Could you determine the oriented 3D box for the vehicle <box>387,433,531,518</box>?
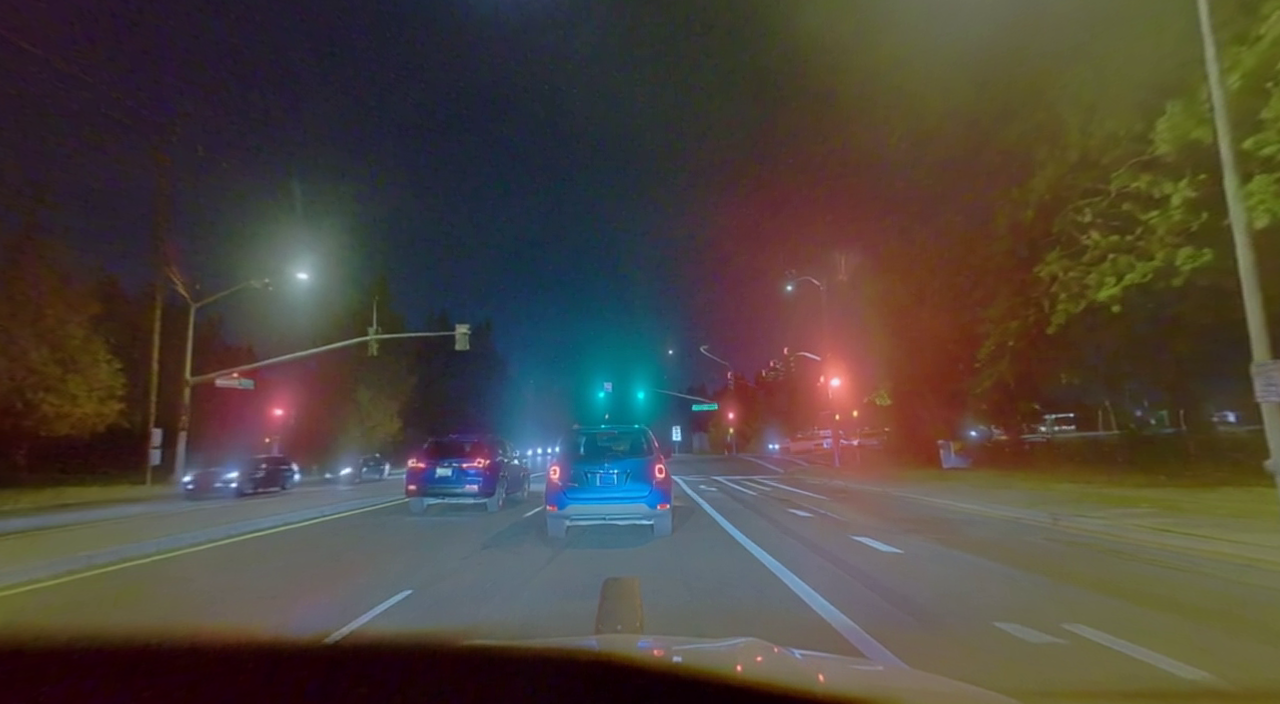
[{"bbox_3d":[-3.996,2.787,14.845,2.009,1.673,4.454,0,-8,0],"label":"vehicle"}]

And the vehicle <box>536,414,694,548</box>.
[{"bbox_3d":[-0.342,2.111,11.104,2.131,1.793,5.016,0,-8,0],"label":"vehicle"}]

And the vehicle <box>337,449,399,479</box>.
[{"bbox_3d":[-16.266,6.680,38.017,1.932,1.673,4.216,0,-8,-1],"label":"vehicle"}]

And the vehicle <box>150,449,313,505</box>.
[{"bbox_3d":[-12.386,3.769,19.615,1.935,1.488,4.611,0,-8,0],"label":"vehicle"}]
